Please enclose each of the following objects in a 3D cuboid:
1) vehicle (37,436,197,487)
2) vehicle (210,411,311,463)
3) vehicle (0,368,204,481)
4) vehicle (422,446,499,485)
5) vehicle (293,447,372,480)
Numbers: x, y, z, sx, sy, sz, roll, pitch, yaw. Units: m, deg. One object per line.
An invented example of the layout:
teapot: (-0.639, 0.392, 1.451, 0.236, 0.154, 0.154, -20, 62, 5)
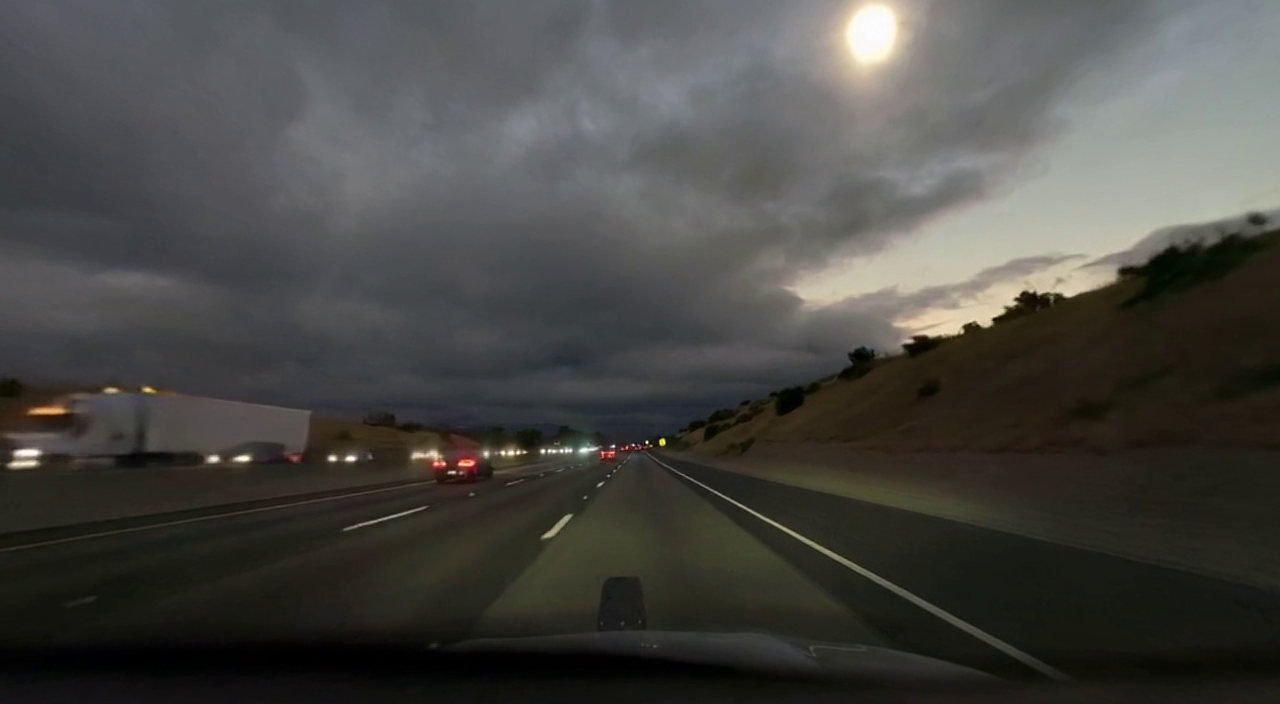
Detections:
vehicle: (-18.238, 3.844, 22.300, 1.867, 1.585, 4.415, 0, -9, 0)
vehicle: (-22.447, 5.142, 37.659, 2.266, 2.825, 6.027, 0, -9, -1)
vehicle: (-22.466, 3.157, 26.192, 2.834, 3.959, 7.991, 0, -9, -1)
vehicle: (-7.400, 4.705, 26.470, 1.966, 1.476, 4.240, 0, -9, 0)
vehicle: (-14.538, 5.262, 30.001, 1.806, 1.433, 3.932, 0, -9, -1)
